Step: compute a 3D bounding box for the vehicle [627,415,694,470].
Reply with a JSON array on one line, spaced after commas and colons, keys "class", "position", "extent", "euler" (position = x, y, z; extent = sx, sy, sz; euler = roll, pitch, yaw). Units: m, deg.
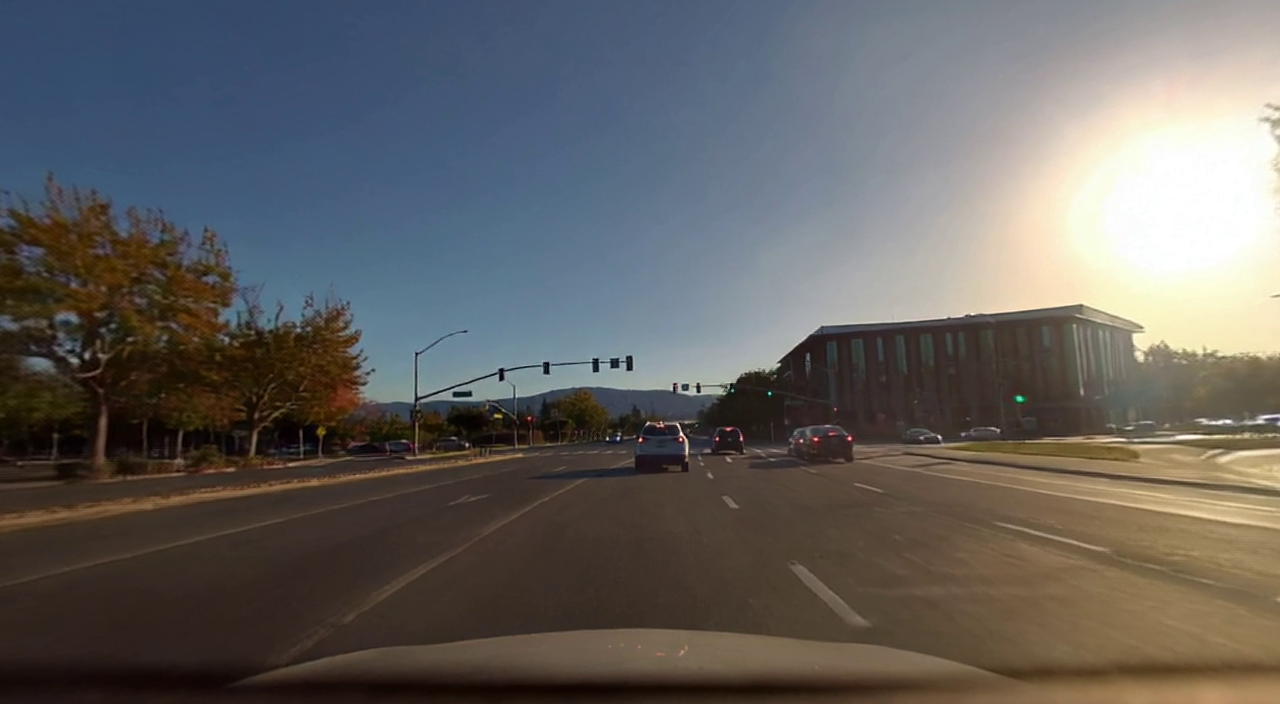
[{"class": "vehicle", "position": [0.775, 3.300, 22.999], "extent": [2.211, 1.795, 4.179], "euler": [-1, -9, 3]}]

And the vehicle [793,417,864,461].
[{"class": "vehicle", "position": [8.294, 3.898, 28.244], "extent": [2.074, 1.791, 4.393], "euler": [-1, -9, 4]}]

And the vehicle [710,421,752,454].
[{"class": "vehicle", "position": [5.263, 5.044, 36.862], "extent": [2.188, 1.774, 4.646], "euler": [-1, -9, 7]}]
